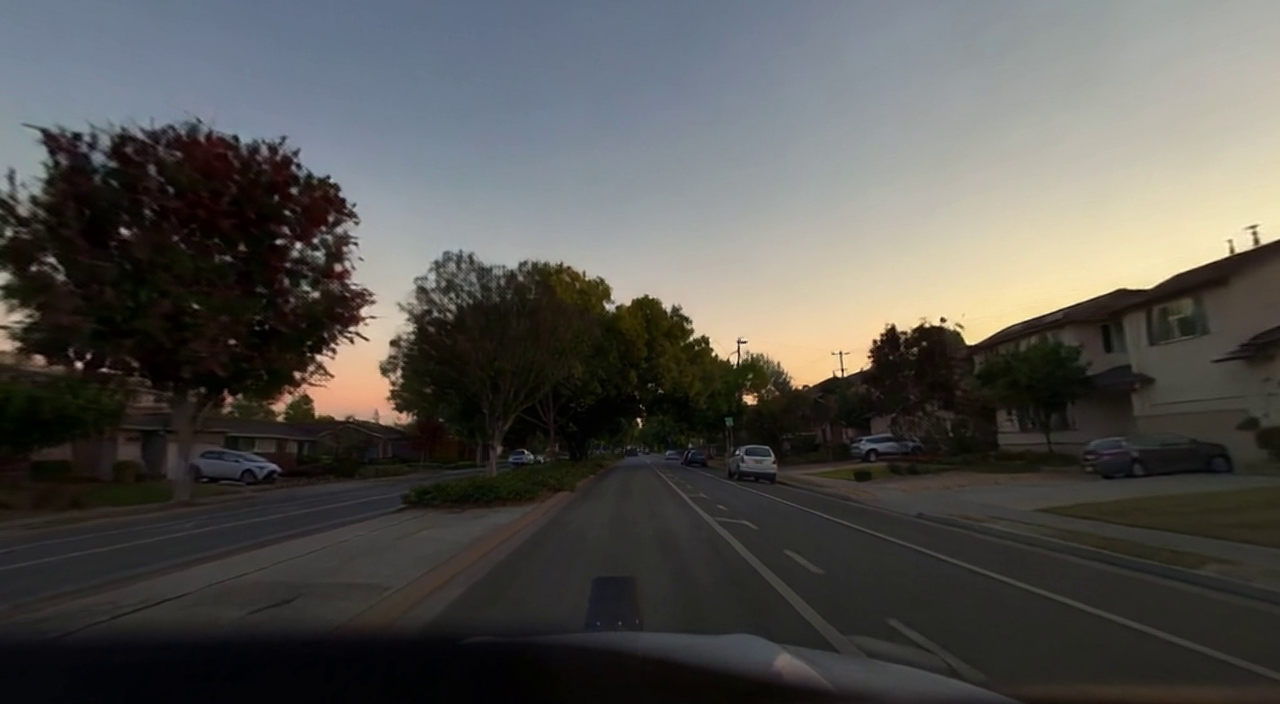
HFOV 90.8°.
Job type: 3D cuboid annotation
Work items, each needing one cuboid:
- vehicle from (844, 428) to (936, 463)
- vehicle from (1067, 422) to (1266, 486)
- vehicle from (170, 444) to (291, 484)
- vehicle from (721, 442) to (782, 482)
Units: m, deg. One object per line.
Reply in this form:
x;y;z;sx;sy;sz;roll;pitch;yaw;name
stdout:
15.841;5.983;40.255;4.921;2.117;2.249;-1;-9;2;vehicle
15.386;3.002;18.677;4.010;1.751;1.922;-1;-9;3;vehicle
-20.383;5.583;31.614;4.564;1.895;2.221;-1;-9;6;vehicle
5.097;5.084;29.553;2.001;1.693;4.311;0;-9;-1;vehicle
